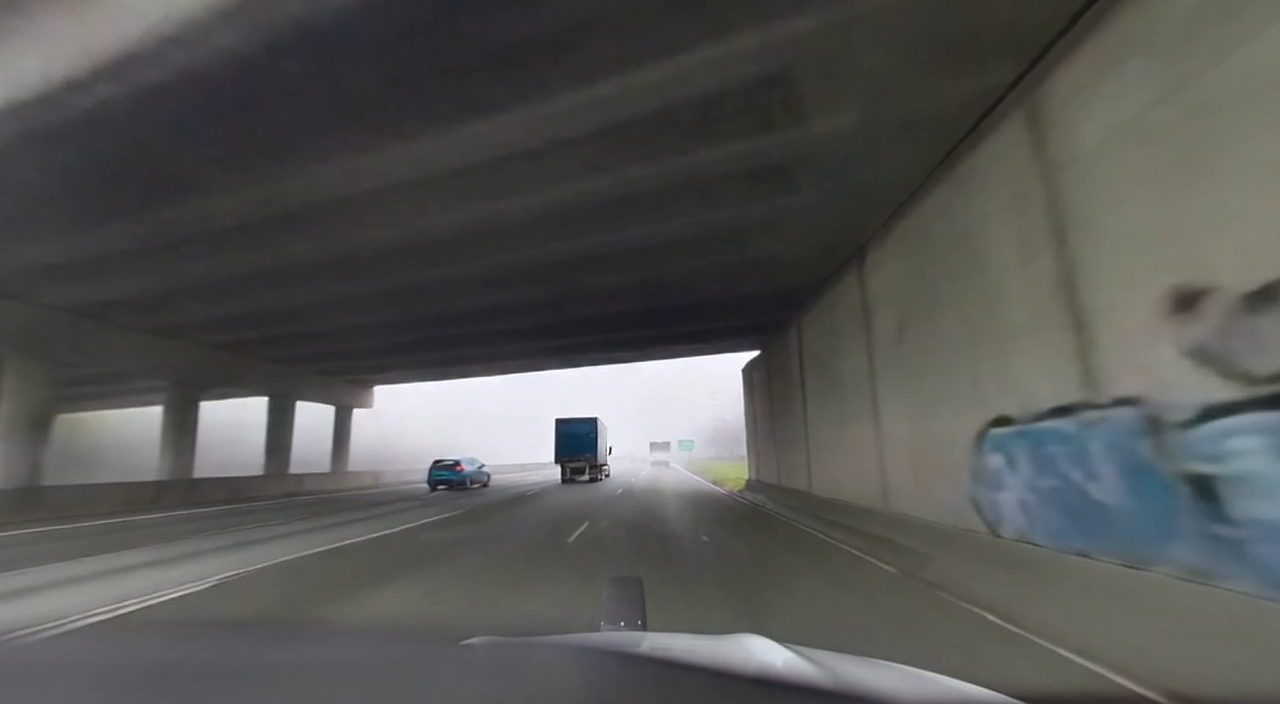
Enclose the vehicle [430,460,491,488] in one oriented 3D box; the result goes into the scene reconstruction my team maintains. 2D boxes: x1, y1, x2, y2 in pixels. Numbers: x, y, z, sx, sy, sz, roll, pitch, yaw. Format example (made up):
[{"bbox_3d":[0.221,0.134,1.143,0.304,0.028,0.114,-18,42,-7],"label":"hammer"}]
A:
[{"bbox_3d":[-9.769,6.646,34.643,1.940,1.381,4.348,-1,-9,2],"label":"vehicle"}]
